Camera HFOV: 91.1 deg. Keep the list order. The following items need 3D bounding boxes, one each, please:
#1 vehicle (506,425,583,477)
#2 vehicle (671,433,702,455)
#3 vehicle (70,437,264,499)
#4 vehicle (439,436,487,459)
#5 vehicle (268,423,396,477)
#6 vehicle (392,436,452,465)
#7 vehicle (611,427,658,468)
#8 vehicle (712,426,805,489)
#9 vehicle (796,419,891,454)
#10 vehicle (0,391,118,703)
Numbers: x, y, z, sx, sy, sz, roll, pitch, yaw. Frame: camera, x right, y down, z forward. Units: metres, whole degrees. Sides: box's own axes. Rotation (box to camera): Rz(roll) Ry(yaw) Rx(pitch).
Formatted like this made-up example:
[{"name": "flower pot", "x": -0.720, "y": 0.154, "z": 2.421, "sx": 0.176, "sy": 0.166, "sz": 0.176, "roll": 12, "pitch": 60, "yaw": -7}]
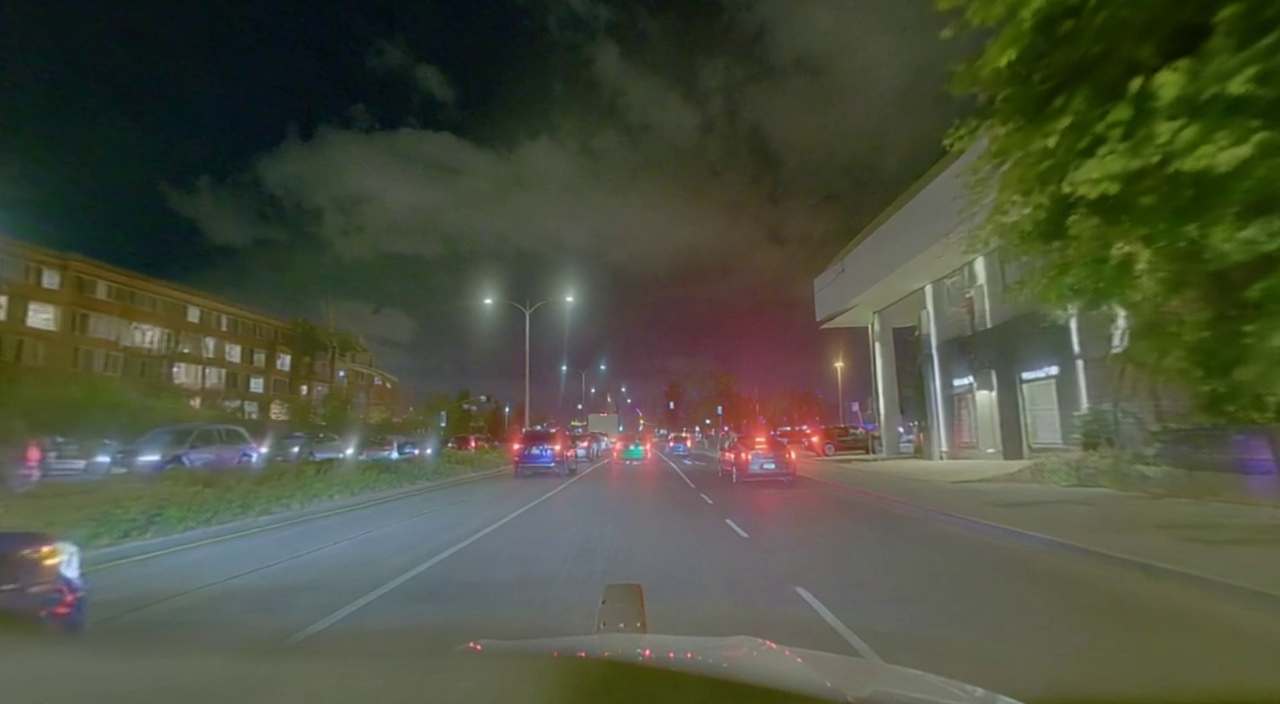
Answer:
[{"name": "vehicle", "x": -3.408, "y": 3.631, "z": 23.222, "sx": 2.047, "sy": 1.710, "sz": 4.314, "roll": 0, "pitch": -8, "yaw": 2}, {"name": "vehicle", "x": 3.296, "y": 6.614, "z": 45.174, "sx": 1.948, "sy": 1.475, "sz": 4.093, "roll": 0, "pitch": -8, "yaw": 0}, {"name": "vehicle", "x": -12.577, "y": 3.090, "z": 17.147, "sx": 1.824, "sy": 1.447, "sz": 4.442, "roll": 0, "pitch": -8, "yaw": 0}, {"name": "vehicle", "x": -12.162, "y": 6.624, "z": 43.469, "sx": 1.924, "sy": 1.511, "sz": 4.640, "roll": 0, "pitch": -8, "yaw": 0}, {"name": "vehicle", "x": -12.222, "y": 3.953, "z": 25.489, "sx": 2.245, "sy": 1.908, "sz": 5.613, "roll": 0, "pitch": -8, "yaw": 1}, {"name": "vehicle", "x": -12.339, "y": 5.617, "z": 35.834, "sx": 1.843, "sy": 1.509, "sz": 4.301, "roll": 0, "pitch": -8, "yaw": 1}, {"name": "vehicle", "x": -0.197, "y": 4.365, "z": 28.757, "sx": 2.022, "sy": 1.700, "sz": 4.084, "roll": 0, "pitch": -8, "yaw": 1}, {"name": "vehicle", "x": 3.222, "y": 2.960, "z": 17.868, "sx": 1.847, "sy": 1.554, "sz": 3.885, "roll": 0, "pitch": -8, "yaw": 0}, {"name": "vehicle", "x": 12.289, "y": 5.142, "z": 38.070, "sx": 4.991, "sy": 1.978, "sz": 2.090, "roll": -8, "pitch": -12, "yaw": 43}, {"name": "vehicle", "x": -3.389, "y": 0.622, "z": 0.481, "sx": 2.094, "sy": 1.483, "sz": 4.510, "roll": 0, "pitch": -8, "yaw": 0}]
